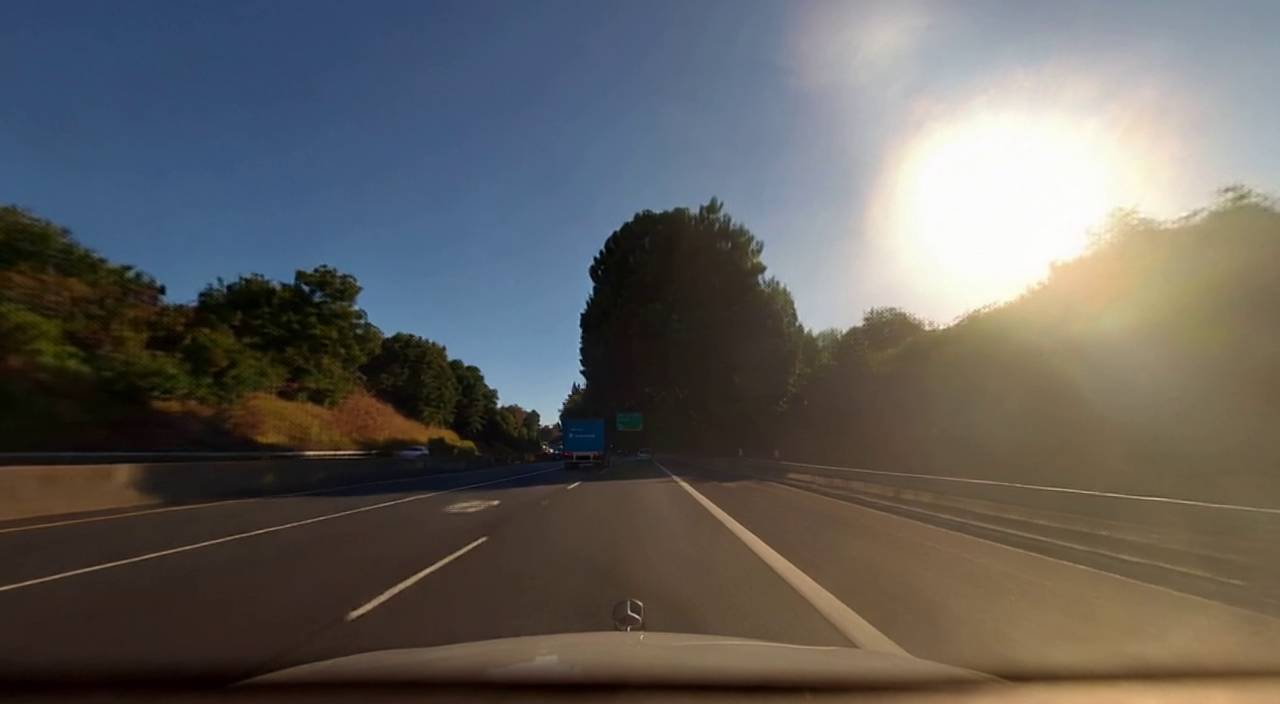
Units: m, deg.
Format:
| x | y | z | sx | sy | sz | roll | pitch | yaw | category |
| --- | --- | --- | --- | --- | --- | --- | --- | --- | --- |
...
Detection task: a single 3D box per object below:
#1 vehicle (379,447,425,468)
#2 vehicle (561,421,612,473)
| x | y | z | sx | sy | sz | roll | pitch | yaw | category |
| --- | --- | --- | --- | --- | --- | --- | --- | --- | --- |
| -17.591 | 7.798 | 46.671 | 1.757 | 1.491 | 4.055 | 0 | -9 | 1 | vehicle |
| -3.399 | 6.283 | 41.632 | 2.695 | 3.151 | 6.885 | 0 | -9 | 1 | vehicle |
